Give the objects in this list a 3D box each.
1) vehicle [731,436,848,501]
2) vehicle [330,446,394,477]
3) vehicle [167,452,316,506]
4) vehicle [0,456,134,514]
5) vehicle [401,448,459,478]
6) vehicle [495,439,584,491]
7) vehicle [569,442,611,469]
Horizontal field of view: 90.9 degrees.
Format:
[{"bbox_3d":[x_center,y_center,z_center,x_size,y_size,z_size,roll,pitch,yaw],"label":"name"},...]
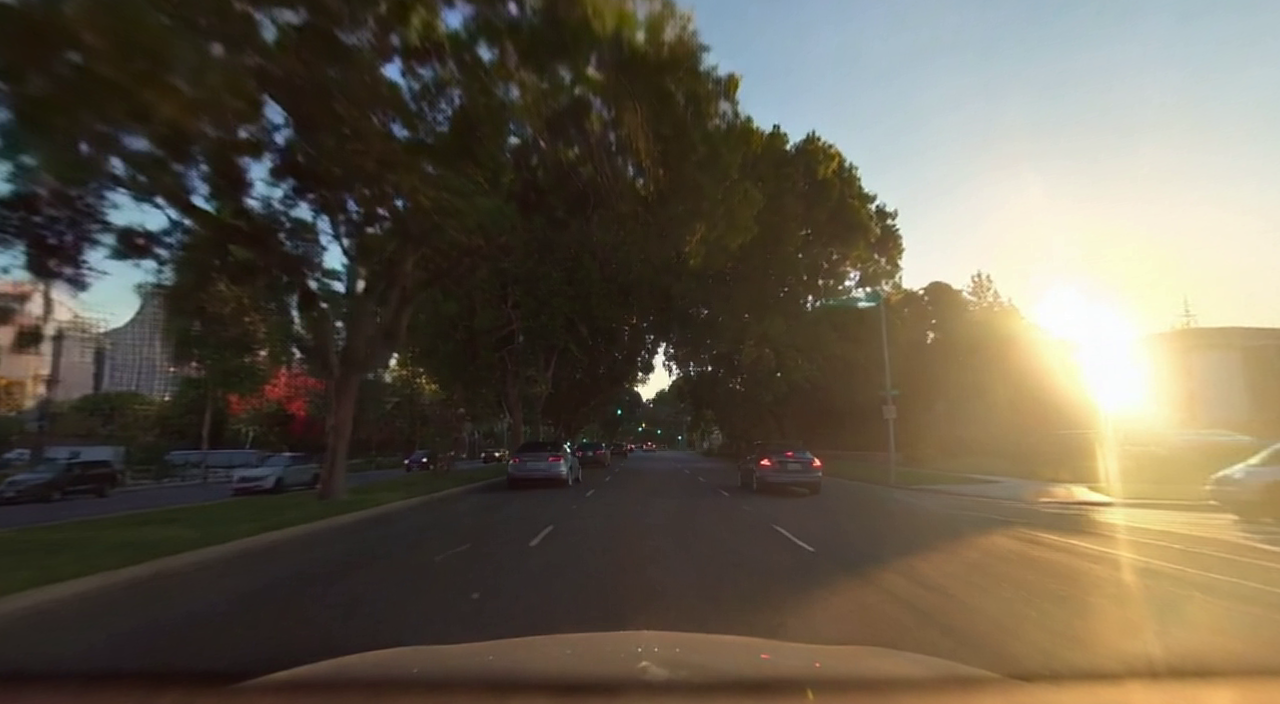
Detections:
[{"bbox_3d":[3.804,3.050,16.944,2.010,1.486,4.498,0,-8,0],"label":"vehicle"},{"bbox_3d":[-18.586,7.314,42.404,2.032,1.989,4.727,0,-8,1],"label":"vehicle"},{"bbox_3d":[-12.563,4.003,20.302,1.871,1.478,4.489,0,-8,0],"label":"vehicle"},{"bbox_3d":[-22.431,4.968,24.138,2.073,1.878,4.912,0,-8,-2],"label":"vehicle"},{"bbox_3d":[-11.820,6.251,35.784,1.817,1.547,4.220,0,-8,0],"label":"vehicle"},{"bbox_3d":[-3.118,3.596,20.476,2.053,1.480,4.381,0,-8,2],"label":"vehicle"},{"bbox_3d":[-2.912,6.164,37.785,1.988,1.497,4.404,0,-8,2],"label":"vehicle"}]
